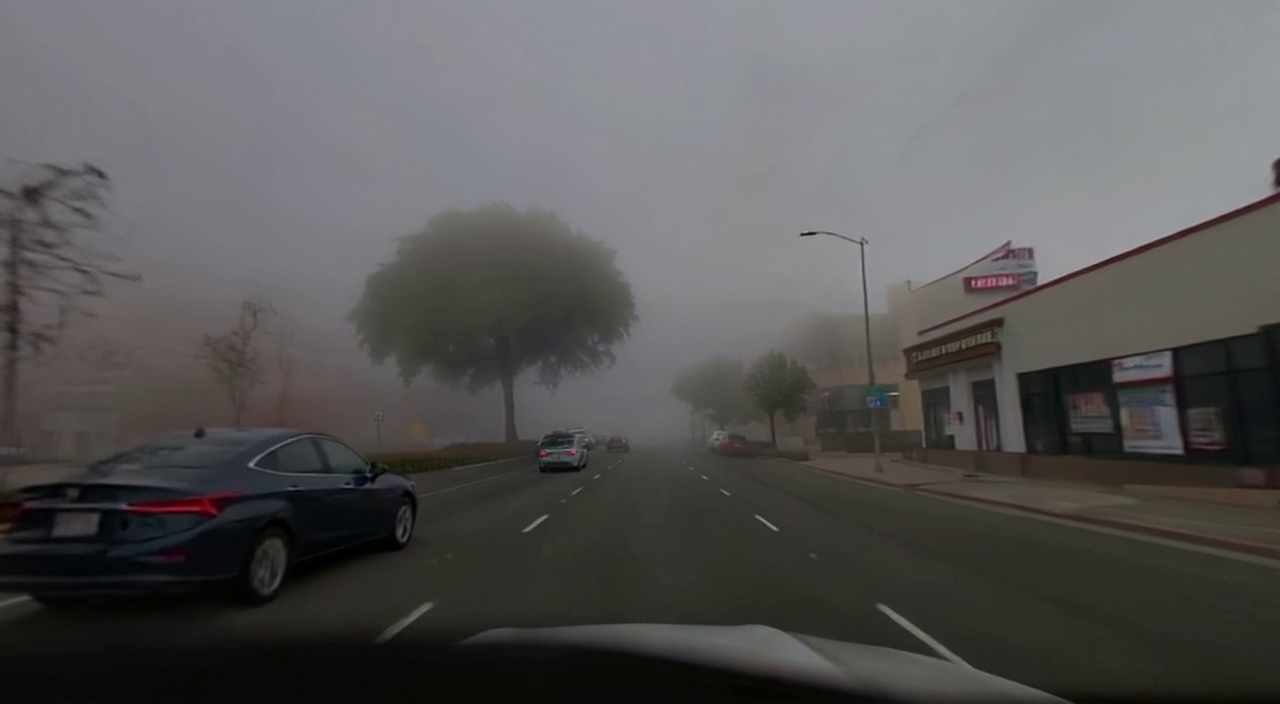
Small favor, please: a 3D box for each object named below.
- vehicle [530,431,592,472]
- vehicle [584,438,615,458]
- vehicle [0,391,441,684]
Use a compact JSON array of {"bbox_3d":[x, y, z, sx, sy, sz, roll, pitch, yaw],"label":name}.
[{"bbox_3d":[-3.298,4.257,27.135,2.024,1.636,4.121,0,-8,1],"label":"vehicle"},{"bbox_3d":[-3.092,7.470,49.239,2.044,1.462,4.624,0,-8,1],"label":"vehicle"},{"bbox_3d":[-3.535,1.284,5.560,2.032,1.511,4.424,0,-8,1],"label":"vehicle"}]
